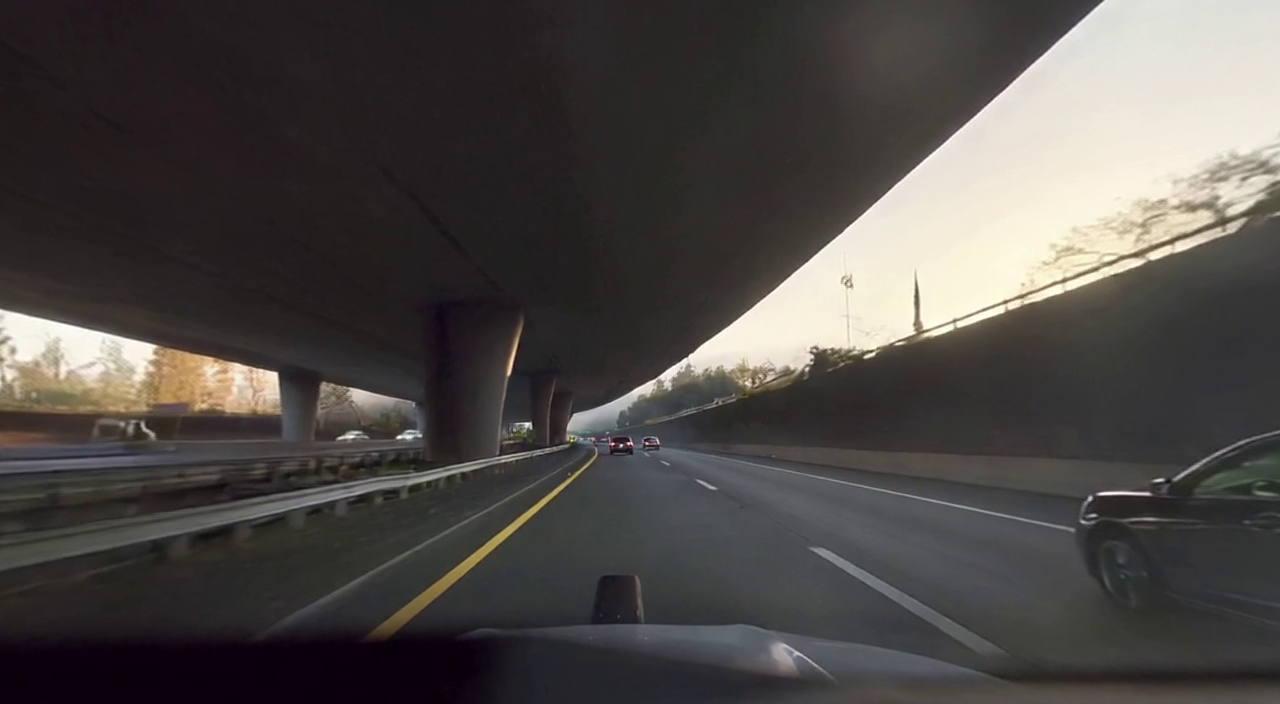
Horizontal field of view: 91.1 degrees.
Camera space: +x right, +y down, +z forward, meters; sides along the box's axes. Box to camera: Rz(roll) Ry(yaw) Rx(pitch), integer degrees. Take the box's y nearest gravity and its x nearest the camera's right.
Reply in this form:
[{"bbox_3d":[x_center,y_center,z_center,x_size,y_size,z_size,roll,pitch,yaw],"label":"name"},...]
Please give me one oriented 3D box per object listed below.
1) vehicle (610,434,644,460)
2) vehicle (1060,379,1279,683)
[{"bbox_3d":[-0.836,5.843,38.776,1.998,1.512,3.735,0,-8,-3],"label":"vehicle"},{"bbox_3d":[4.145,0.858,2.861,1.852,1.513,3.652,0,-8,-1],"label":"vehicle"}]
